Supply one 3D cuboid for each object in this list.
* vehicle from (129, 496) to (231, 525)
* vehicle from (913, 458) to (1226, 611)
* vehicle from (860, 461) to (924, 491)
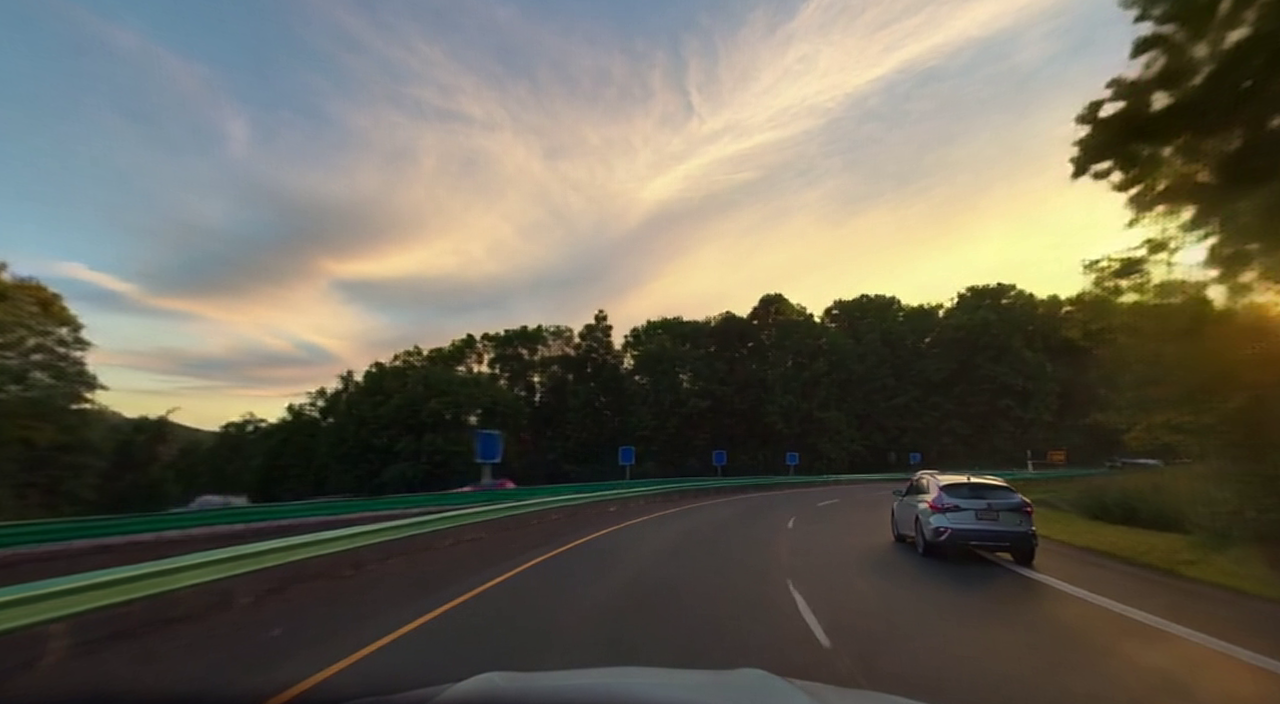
[{"bbox_3d":[-30.024,10.343,41.326,5.016,1.655,1.850,6,-11,-26],"label":"vehicle"},{"bbox_3d":[5.600,2.370,9.046,2.023,1.593,4.105,-1,-10,8],"label":"vehicle"},{"bbox_3d":[13.748,6.746,34.267,1.992,1.503,3.793,-8,-14,40],"label":"vehicle"}]
